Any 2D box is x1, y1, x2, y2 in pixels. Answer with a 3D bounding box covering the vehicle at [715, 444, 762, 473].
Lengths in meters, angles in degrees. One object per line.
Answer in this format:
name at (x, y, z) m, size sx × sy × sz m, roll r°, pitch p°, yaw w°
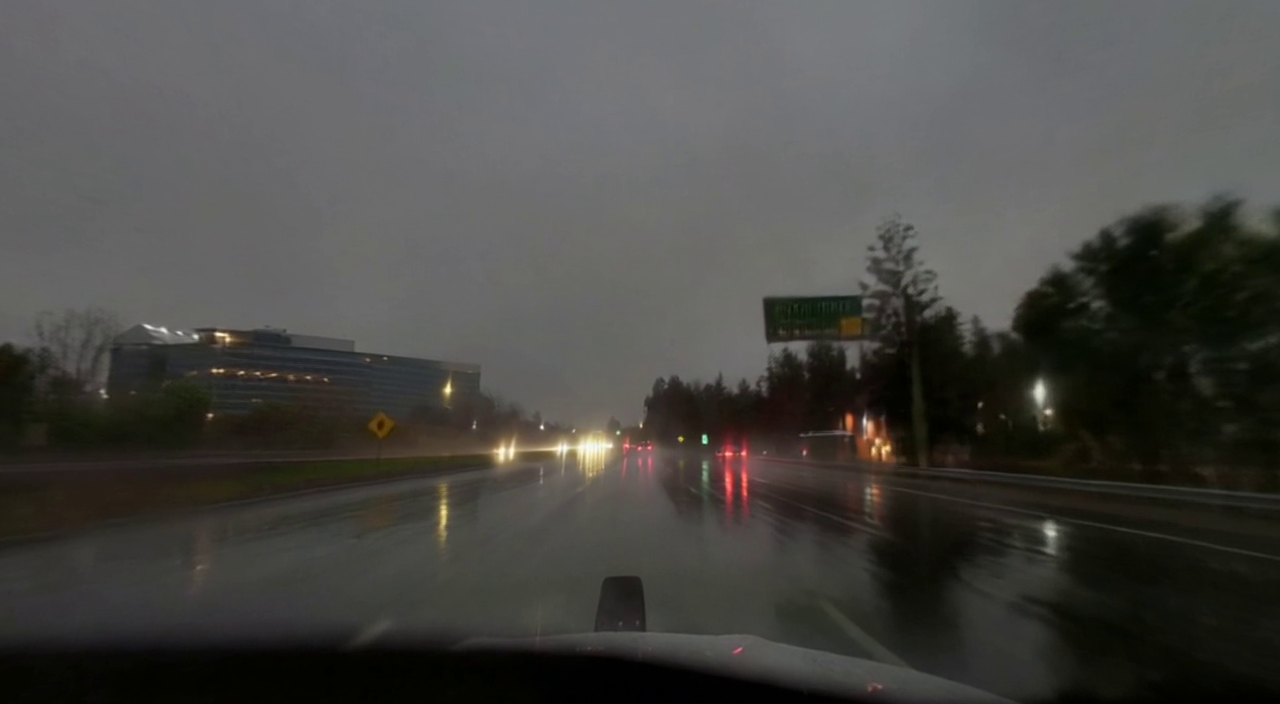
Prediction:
vehicle at (5.841, 6.378, 37.920) m, size 2.085 × 1.594 × 4.848 m, roll 0°, pitch -9°, yaw 0°
